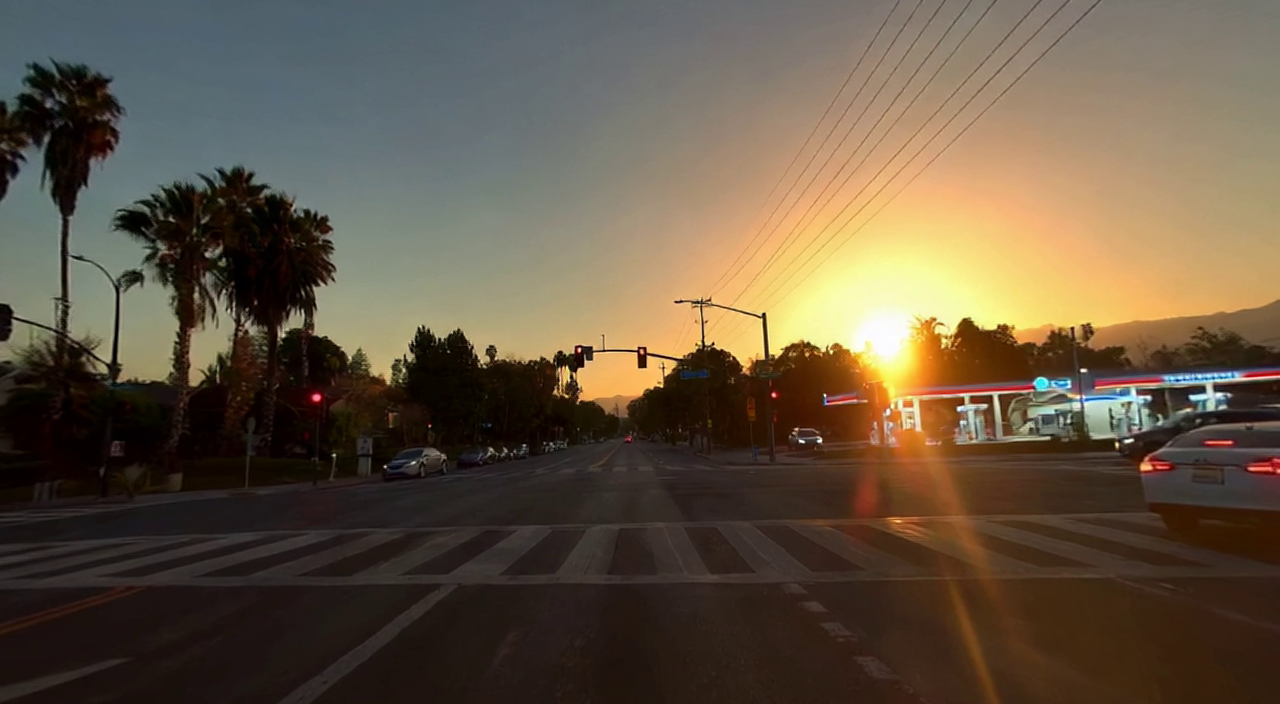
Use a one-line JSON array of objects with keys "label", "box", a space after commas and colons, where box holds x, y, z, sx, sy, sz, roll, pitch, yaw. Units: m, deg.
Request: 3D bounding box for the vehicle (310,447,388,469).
[{"label": "vehicle", "box": [-20.861, 7.626, 45.465, 4.672, 1.469, 1.816, 0, -9, -2]}]

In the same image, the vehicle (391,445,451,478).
[{"label": "vehicle", "box": [-12.976, 6.485, 37.745, 2.009, 1.777, 4.559, 0, -9, -1]}]

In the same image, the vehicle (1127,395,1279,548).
[{"label": "vehicle", "box": [8.597, 1.596, 8.839, 2.299, 1.732, 4.146, -8, -12, 42]}]
